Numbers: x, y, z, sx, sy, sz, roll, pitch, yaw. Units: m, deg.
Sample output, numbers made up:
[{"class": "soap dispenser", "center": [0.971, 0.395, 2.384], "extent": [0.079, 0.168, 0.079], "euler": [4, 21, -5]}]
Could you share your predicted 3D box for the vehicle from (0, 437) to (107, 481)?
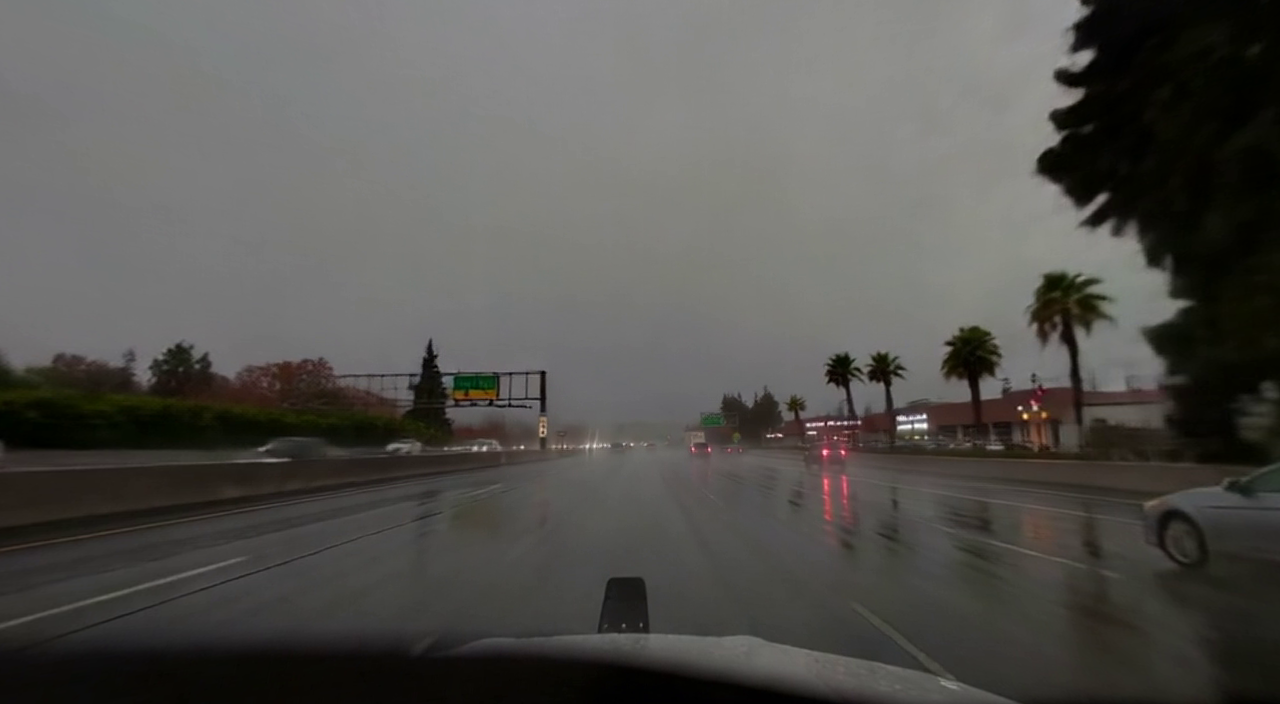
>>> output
[{"class": "vehicle", "center": [-22.426, 3.845, 22.942], "extent": [1.905, 1.475, 4.731], "euler": [0, -8, 1]}]

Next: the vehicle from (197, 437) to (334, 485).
[{"class": "vehicle", "center": [-12.750, 3.730, 21.876], "extent": [1.860, 1.467, 4.559], "euler": [0, -8, 2]}]

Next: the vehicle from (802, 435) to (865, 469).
[{"class": "vehicle", "center": [11.264, 5.862, 37.073], "extent": [2.168, 1.861, 4.678], "euler": [0, -8, -1]}]

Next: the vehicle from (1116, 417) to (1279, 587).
[{"class": "vehicle", "center": [6.904, 1.315, 5.363], "extent": [2.071, 1.543, 4.702], "euler": [0, -8, 1]}]
